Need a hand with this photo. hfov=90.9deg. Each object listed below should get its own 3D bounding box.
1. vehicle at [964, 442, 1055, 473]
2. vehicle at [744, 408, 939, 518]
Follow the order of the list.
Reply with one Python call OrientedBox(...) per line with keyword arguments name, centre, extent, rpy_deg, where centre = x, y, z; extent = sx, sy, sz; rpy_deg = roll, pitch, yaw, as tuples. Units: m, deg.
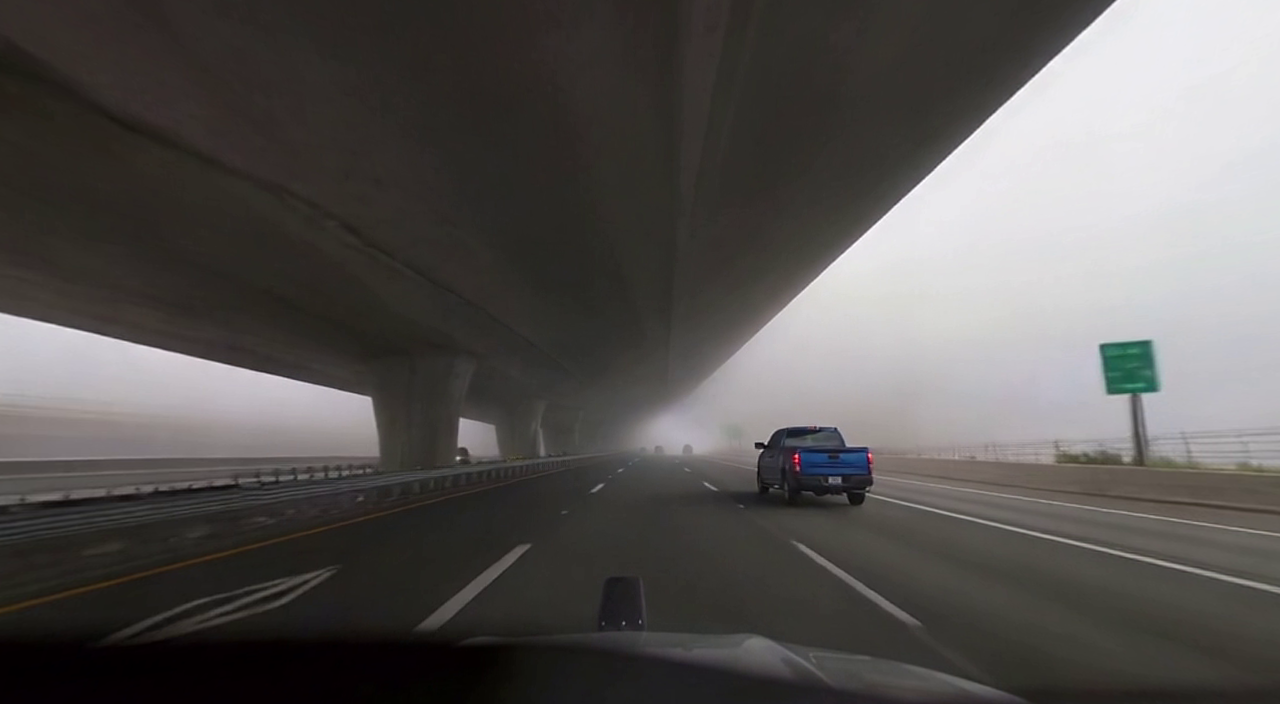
OrientedBox(name="vehicle", centre=(19.916, 5.691, 34.229), extent=(1.911, 1.577, 4.477), rpy_deg=(1, -9, -5))
OrientedBox(name="vehicle", centre=(4.209, 2.460, 14.537), extent=(2.505, 2.020, 5.532), rpy_deg=(0, -8, -2))
